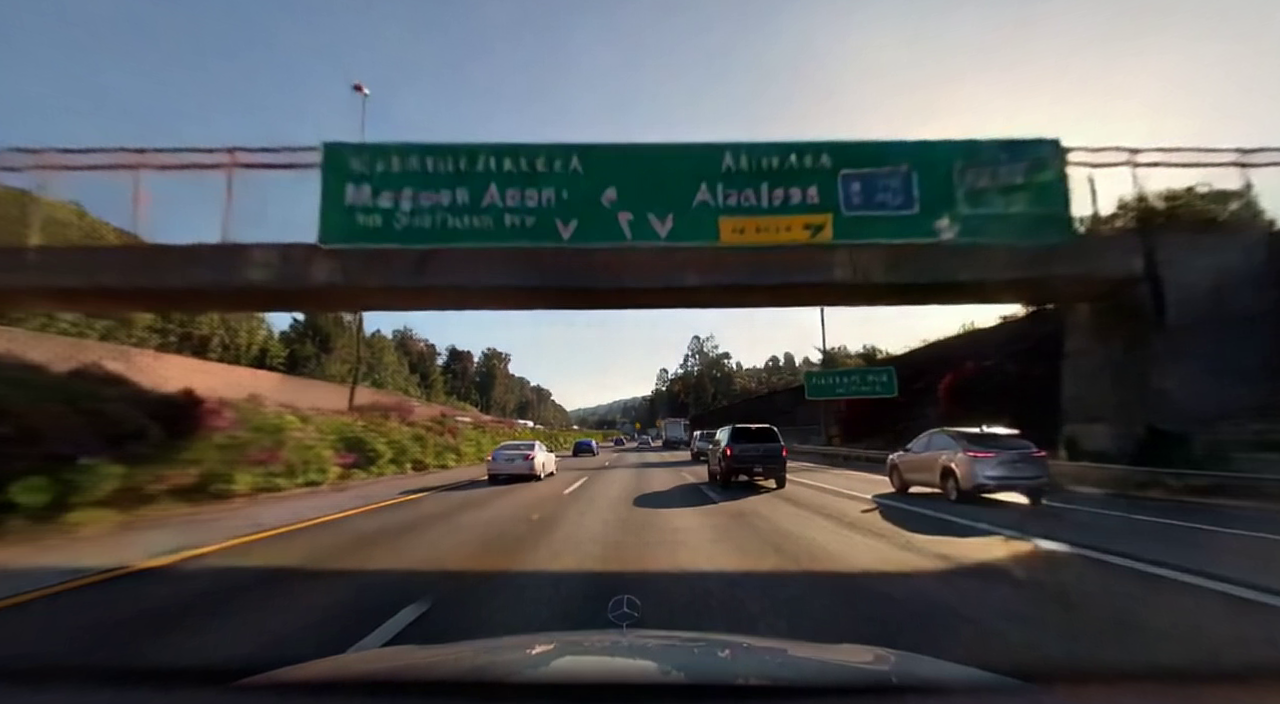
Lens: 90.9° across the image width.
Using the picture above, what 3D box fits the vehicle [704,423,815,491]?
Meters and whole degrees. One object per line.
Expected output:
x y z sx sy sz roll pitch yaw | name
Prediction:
3.727 3.435 20.979 2.517 1.935 5.552 0 -9 -1 | vehicle

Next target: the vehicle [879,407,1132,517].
7.659 2.401 14.231 2.291 1.968 5.662 0 -9 0 | vehicle

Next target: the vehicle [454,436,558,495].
-3.673 3.193 18.095 1.978 1.473 4.073 0 -9 1 | vehicle

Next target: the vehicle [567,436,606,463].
-3.345 6.208 40.216 2.020 1.628 4.248 0 -9 1 | vehicle
